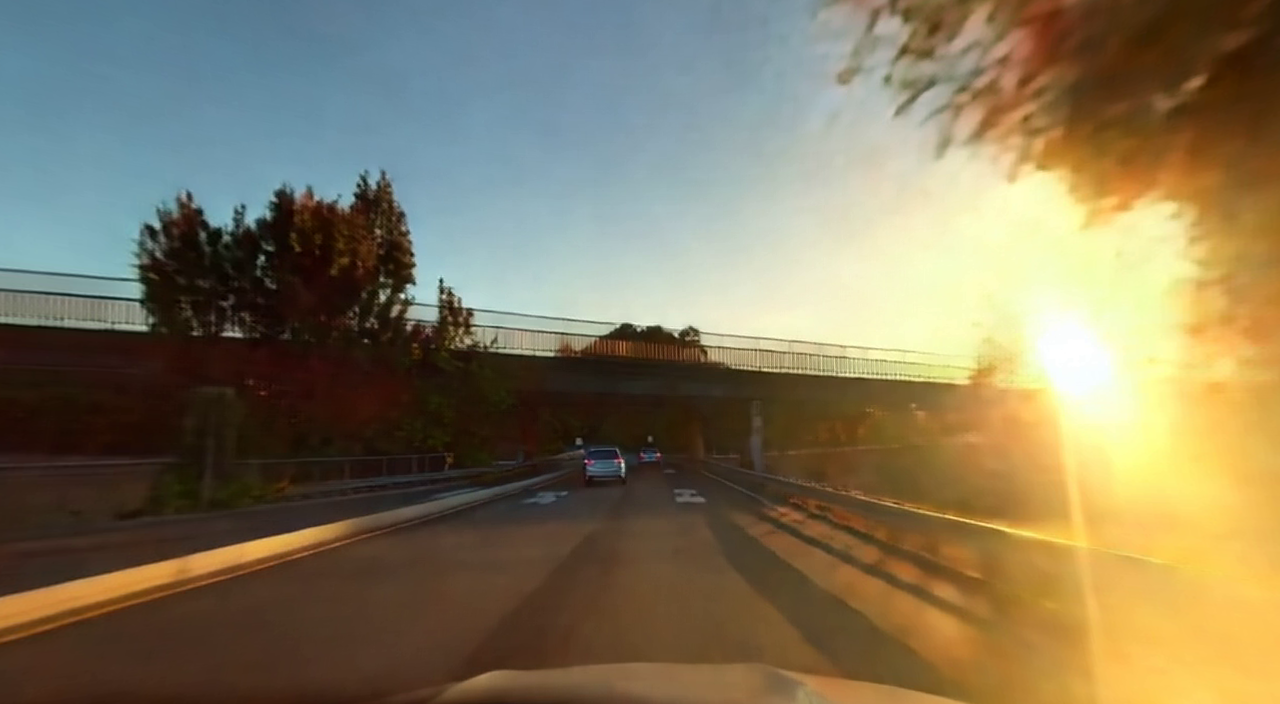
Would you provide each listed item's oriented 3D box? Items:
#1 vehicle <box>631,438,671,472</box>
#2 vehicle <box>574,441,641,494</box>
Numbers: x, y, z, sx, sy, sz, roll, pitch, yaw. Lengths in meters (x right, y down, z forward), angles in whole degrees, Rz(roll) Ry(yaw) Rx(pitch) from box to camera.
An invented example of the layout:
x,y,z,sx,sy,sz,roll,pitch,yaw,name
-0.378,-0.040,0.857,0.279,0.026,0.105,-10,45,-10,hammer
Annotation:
x,y,z,sx,sy,sz,roll,pitch,yaw,name
0.658,6.634,40.709,2.273,2.010,4.396,0,-9,-3,vehicle
-1.062,3.827,21.183,2.037,1.601,3.643,0,-9,-2,vehicle
